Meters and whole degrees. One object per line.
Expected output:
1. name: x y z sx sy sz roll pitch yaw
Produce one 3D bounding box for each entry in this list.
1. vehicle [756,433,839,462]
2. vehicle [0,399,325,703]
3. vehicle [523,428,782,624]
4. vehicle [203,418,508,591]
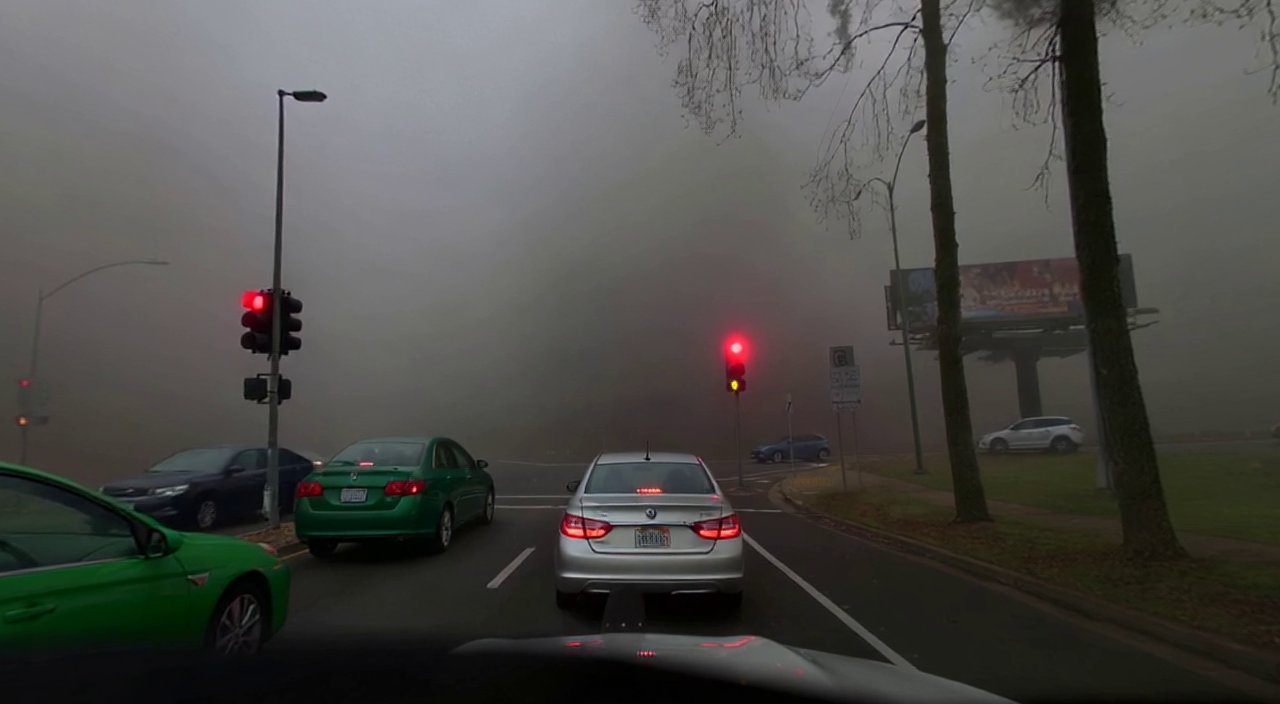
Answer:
1. vehicle: 8.457 5.139 33.850 4.165 1.462 1.914 -3 -9 17
2. vehicle: -3.148 0.973 2.426 1.808 1.520 3.846 -1 -9 1
3. vehicle: 0.031 1.600 6.629 1.977 1.467 3.474 0 -9 -2
4. vehicle: -3.165 1.782 8.140 1.950 1.628 4.082 -1 -9 1
